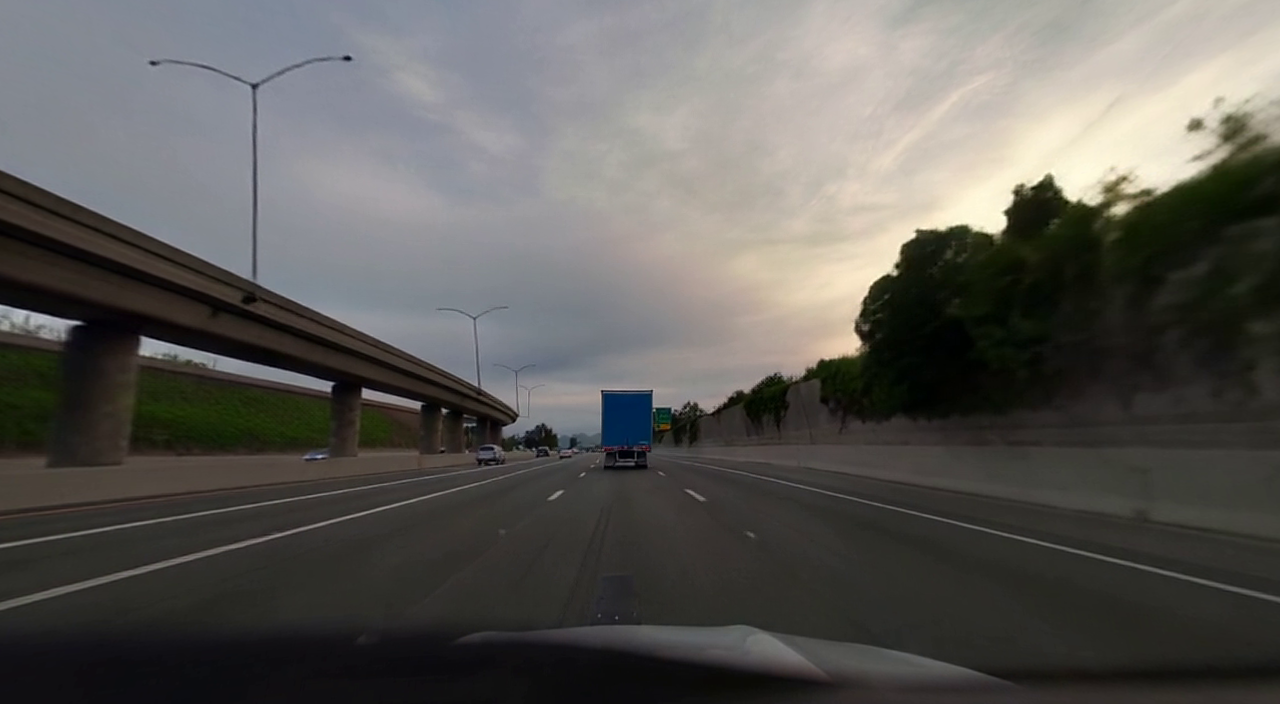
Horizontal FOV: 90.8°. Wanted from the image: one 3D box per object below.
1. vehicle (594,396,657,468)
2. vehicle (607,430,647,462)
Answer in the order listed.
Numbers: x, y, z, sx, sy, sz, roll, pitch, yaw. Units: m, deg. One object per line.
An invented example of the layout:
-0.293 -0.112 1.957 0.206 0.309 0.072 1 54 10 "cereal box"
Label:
-0.897 4.976 37.904 3.233 3.678 11.032 0 -9 -2 "vehicle"
-0.763 5.177 34.844 2.052 1.666 4.358 0 -8 -2 "vehicle"
